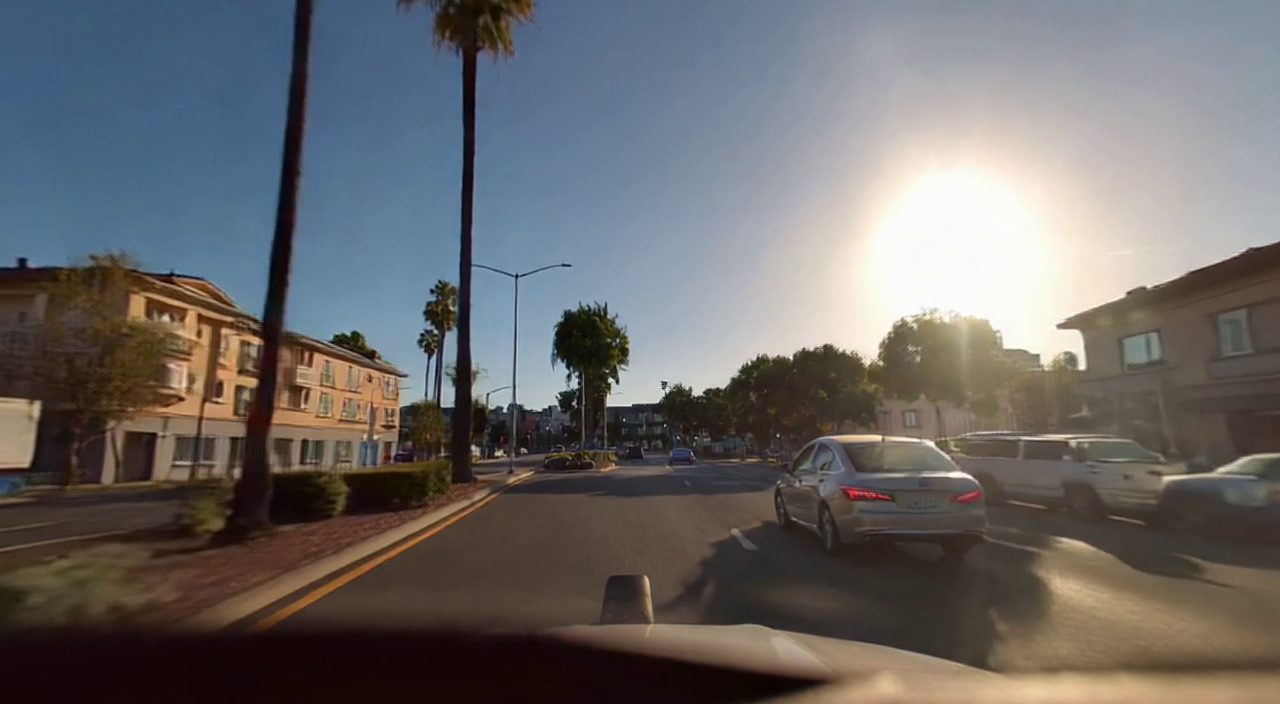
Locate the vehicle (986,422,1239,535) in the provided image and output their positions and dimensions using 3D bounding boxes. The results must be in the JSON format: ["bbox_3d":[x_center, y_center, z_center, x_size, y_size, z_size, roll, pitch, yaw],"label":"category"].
[{"bbox_3d":[9.966,2.671,13.949,2.060,1.908,4.679,4,-9,1],"label":"vehicle"}]

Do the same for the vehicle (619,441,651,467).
[{"bbox_3d":[-0.318,6.937,42.996,2.087,1.709,4.076,0,-9,1],"label":"vehicle"}]

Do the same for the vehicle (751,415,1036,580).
[{"bbox_3d":[2.922,1.784,8.518,2.009,1.639,4.267,0,-9,-1],"label":"vehicle"}]
